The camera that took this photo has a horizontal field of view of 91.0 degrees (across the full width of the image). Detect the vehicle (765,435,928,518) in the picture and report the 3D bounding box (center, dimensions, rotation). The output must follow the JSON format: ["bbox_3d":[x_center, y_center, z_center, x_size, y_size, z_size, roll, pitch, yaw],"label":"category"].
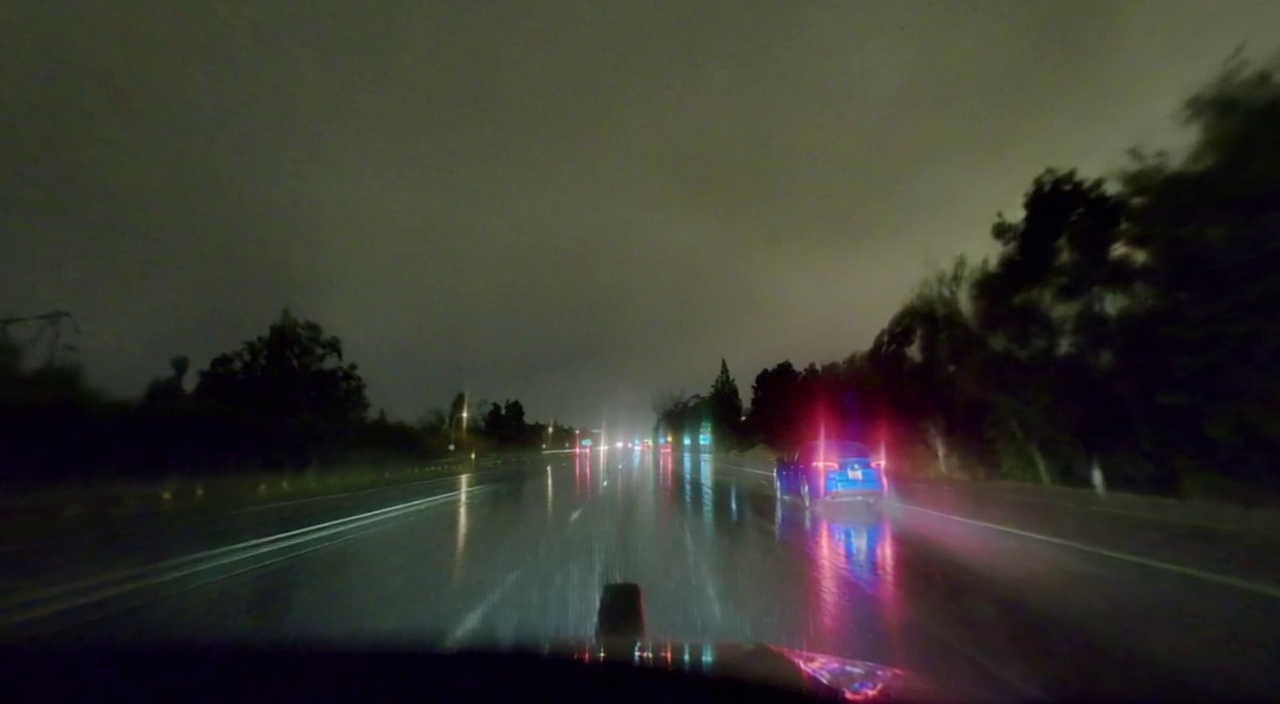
[{"bbox_3d":[4.218,2.619,13.761,2.033,1.501,4.398,0,-9,-1],"label":"vehicle"}]
